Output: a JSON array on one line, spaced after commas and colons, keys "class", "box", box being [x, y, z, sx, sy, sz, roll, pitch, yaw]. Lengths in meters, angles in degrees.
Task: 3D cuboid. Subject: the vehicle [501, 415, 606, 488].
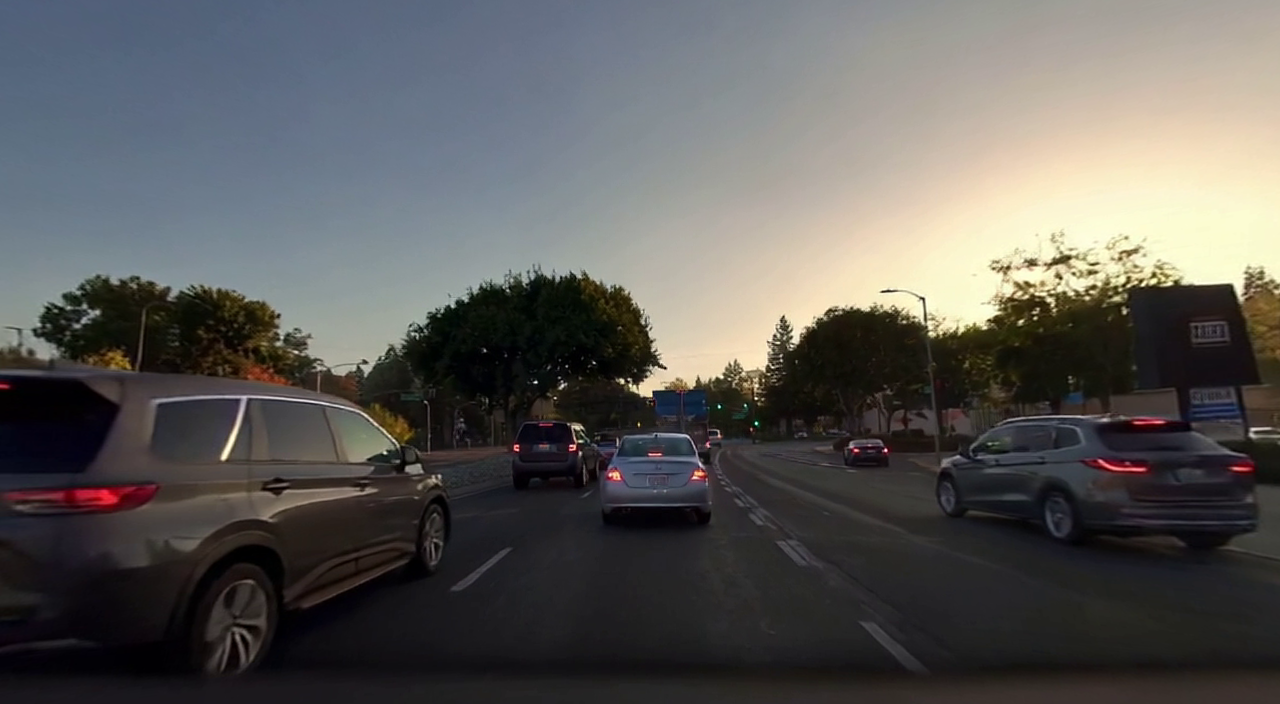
[{"class": "vehicle", "box": [-2.453, 3.035, 19.518, 2.289, 1.935, 5.227, -1, -8, 2]}]

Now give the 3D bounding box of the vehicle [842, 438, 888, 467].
[{"class": "vehicle", "box": [12.495, 5.570, 35.226, 1.900, 1.507, 4.151, -2, -9, 13]}]

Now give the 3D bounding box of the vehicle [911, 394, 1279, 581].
[{"class": "vehicle", "box": [5.830, 1.673, 8.642, 2.141, 1.794, 4.933, 0, -8, 2]}]

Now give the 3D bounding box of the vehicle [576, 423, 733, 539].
[{"class": "vehicle", "box": [0.154, 1.995, 10.380, 2.061, 1.494, 4.079, 0, -8, -1]}]

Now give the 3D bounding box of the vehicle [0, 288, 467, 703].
[{"class": "vehicle", "box": [-3.050, 1.014, 4.644, 2.124, 1.829, 4.799, 0, -8, 1]}]
